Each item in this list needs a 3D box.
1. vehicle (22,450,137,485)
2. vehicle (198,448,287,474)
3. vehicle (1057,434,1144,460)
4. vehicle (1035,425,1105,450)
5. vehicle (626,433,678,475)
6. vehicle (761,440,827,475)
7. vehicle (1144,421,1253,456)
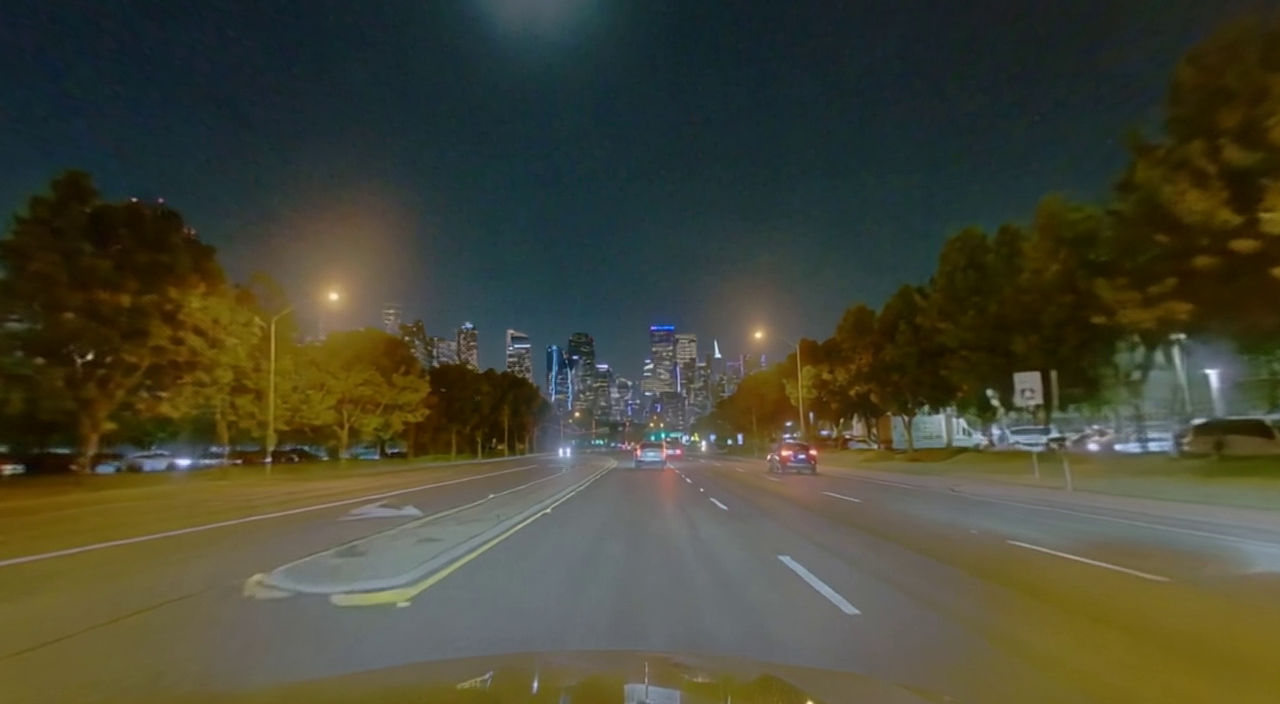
[{"bbox_3d":[-29.938,6.169,33.863,4.251,1.598,1.925,-2,-10,-3],"label":"vehicle"},{"bbox_3d":[-26.537,7.257,42.288,4.541,1.676,2.063,0,-8,1],"label":"vehicle"},{"bbox_3d":[26.313,5.463,36.281,1.887,1.419,4.191,0,-9,2],"label":"vehicle"},{"bbox_3d":[30.359,6.117,44.803,2.138,1.531,4.436,-3,-11,6],"label":"vehicle"},{"bbox_3d":[0.460,4.738,29.634,2.227,1.794,4.457,0,-8,-2],"label":"vehicle"},{"bbox_3d":[7.474,5.142,31.039,2.029,1.548,4.422,0,-8,-1],"label":"vehicle"},{"bbox_3d":[31.729,4.968,36.152,1.924,1.809,4.977,-1,-8,4],"label":"vehicle"}]
